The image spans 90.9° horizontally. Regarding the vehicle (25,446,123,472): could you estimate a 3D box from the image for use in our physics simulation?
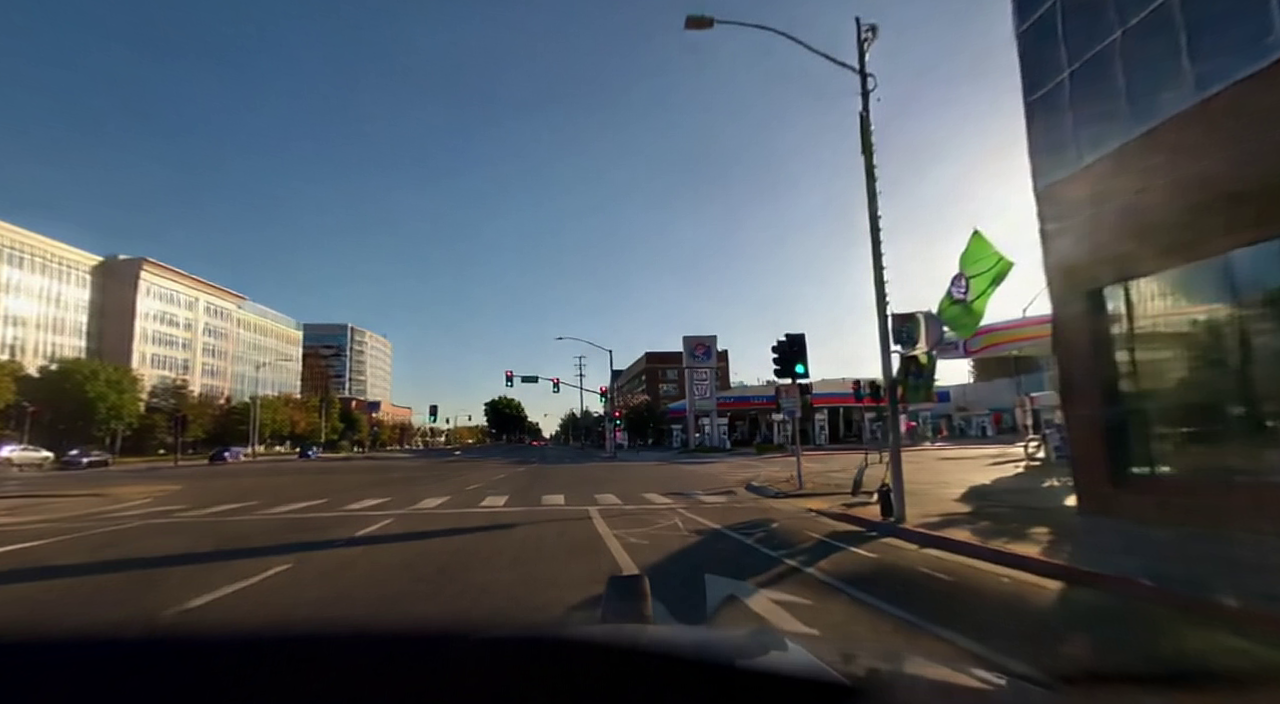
[{"bbox_3d":[-43.660,8.238,48.813,2.013,1.811,5.508,-1,-8,8],"label":"vehicle"}]
